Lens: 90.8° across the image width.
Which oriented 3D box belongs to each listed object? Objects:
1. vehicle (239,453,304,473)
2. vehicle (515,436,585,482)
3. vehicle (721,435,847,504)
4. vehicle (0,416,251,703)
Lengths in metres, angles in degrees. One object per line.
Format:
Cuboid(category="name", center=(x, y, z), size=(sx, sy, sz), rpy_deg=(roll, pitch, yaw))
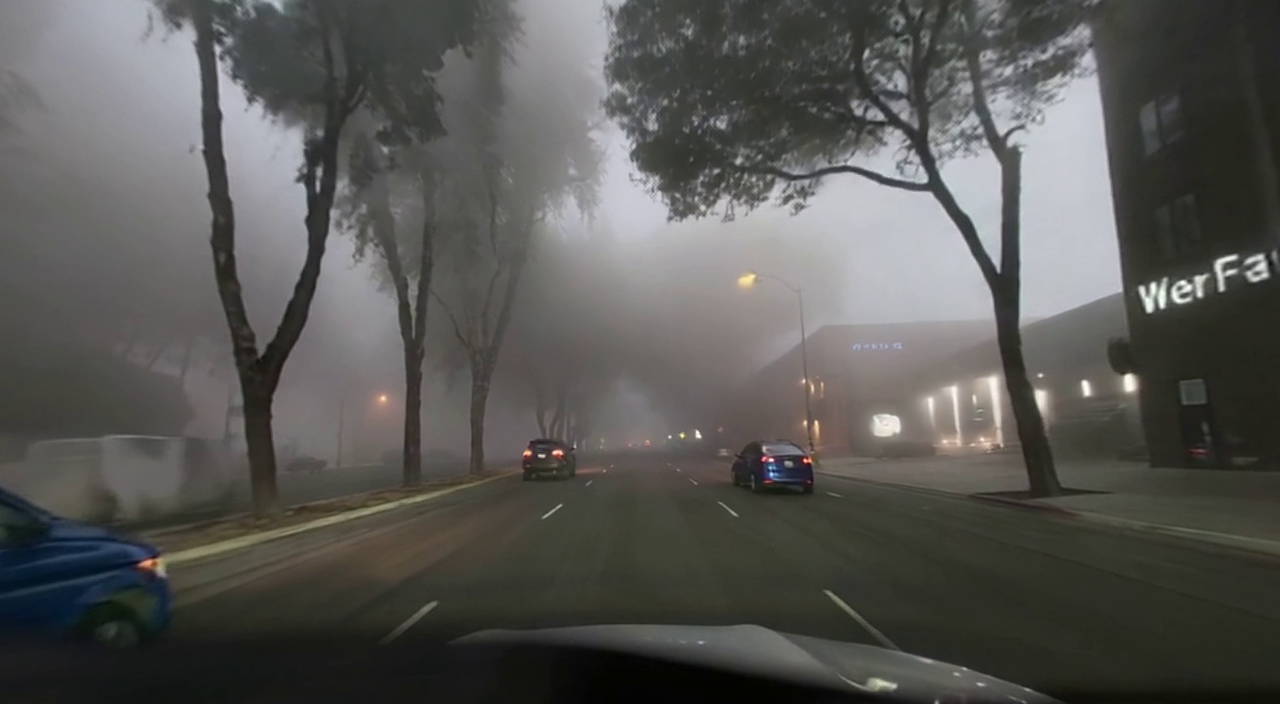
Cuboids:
Cuboid(category="vehicle", center=(-29.012, 8.723, 49.792), size=(3.907, 1.533, 1.829), rpy_deg=(0, -8, -1))
Cuboid(category="vehicle", center=(-3.603, 4.395, 26.205), size=(2.145, 1.694, 4.642), rpy_deg=(0, -8, 1))
Cuboid(category="vehicle", center=(3.471, 2.925, 16.232), size=(1.961, 1.482, 4.538), rpy_deg=(0, -8, -3))
Cuboid(category="vehicle", center=(-3.610, 0.910, 1.908), size=(2.060, 1.466, 4.387), rpy_deg=(0, -8, 0))
